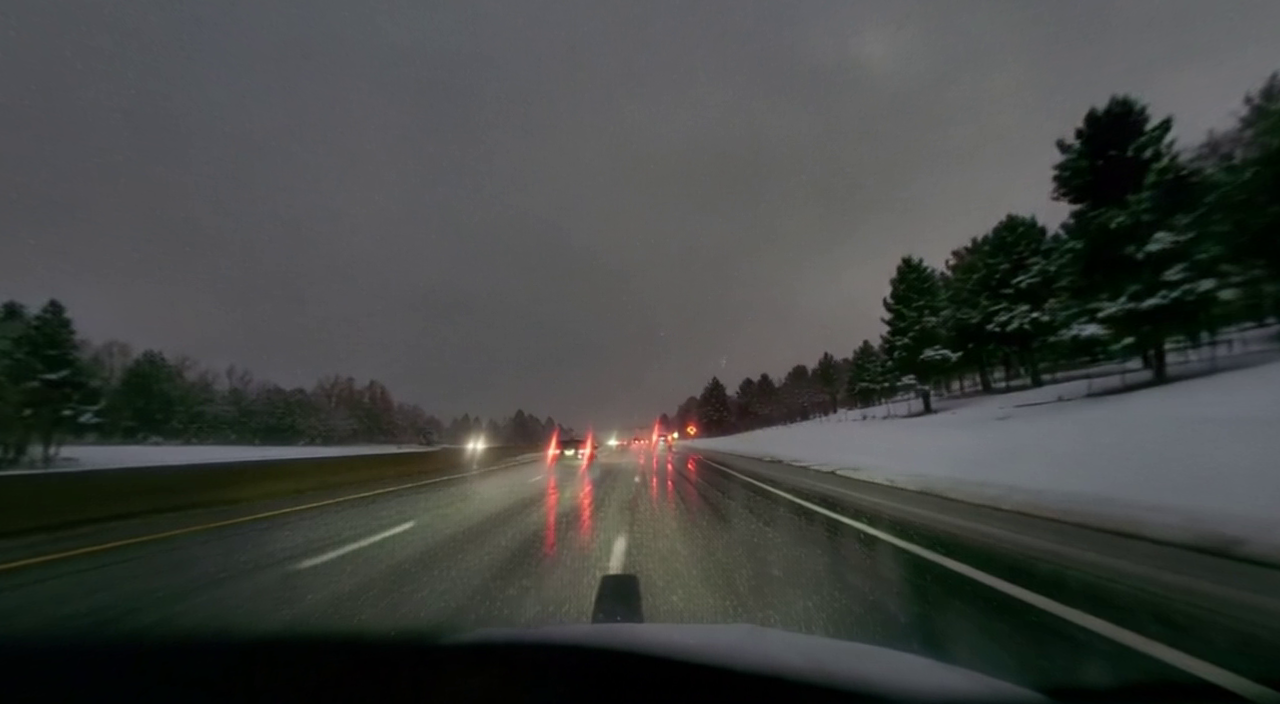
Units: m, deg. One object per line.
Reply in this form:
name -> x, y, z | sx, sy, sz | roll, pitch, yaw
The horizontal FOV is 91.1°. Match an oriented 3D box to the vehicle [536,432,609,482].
vehicle -> -2.272, 3.669, 22.410 | 2.039, 1.589, 4.324 | 0, -8, 1
